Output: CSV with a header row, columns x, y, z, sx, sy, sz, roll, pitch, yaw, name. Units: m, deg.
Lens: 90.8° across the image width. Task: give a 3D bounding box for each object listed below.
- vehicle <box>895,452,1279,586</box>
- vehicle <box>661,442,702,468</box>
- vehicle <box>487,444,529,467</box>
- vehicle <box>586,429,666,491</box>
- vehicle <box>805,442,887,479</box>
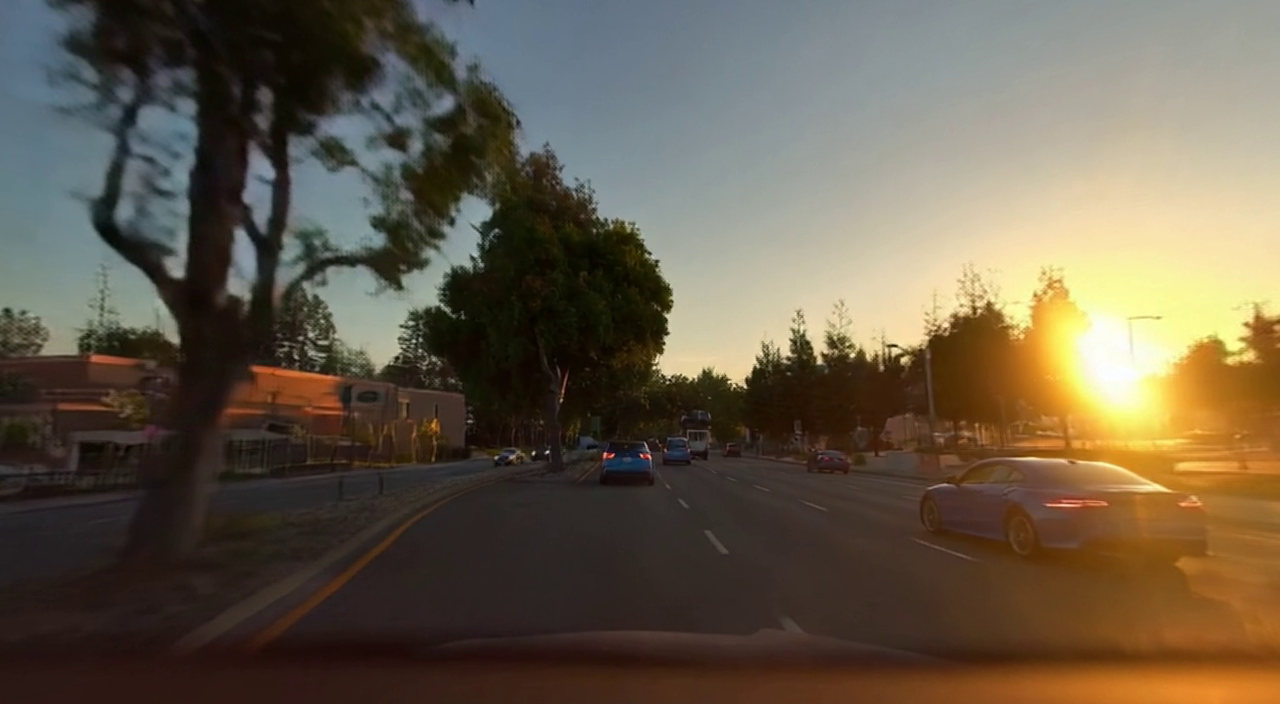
x,y,z,sx,sy,sz,roll,pitch,yaw,name
5.550,2.016,8.542,2.258,1.294,4.312,0,-9,-2,vehicle
2.396,6.072,37.401,2.078,1.471,4.142,0,-9,-1,vehicle
-9.502,7.469,45.737,1.989,1.542,4.435,0,-9,1,vehicle
-0.458,3.404,20.209,2.266,1.762,4.131,0,-9,-2,vehicle
8.876,4.695,27.626,2.045,1.484,4.342,0,-9,-1,vehicle
